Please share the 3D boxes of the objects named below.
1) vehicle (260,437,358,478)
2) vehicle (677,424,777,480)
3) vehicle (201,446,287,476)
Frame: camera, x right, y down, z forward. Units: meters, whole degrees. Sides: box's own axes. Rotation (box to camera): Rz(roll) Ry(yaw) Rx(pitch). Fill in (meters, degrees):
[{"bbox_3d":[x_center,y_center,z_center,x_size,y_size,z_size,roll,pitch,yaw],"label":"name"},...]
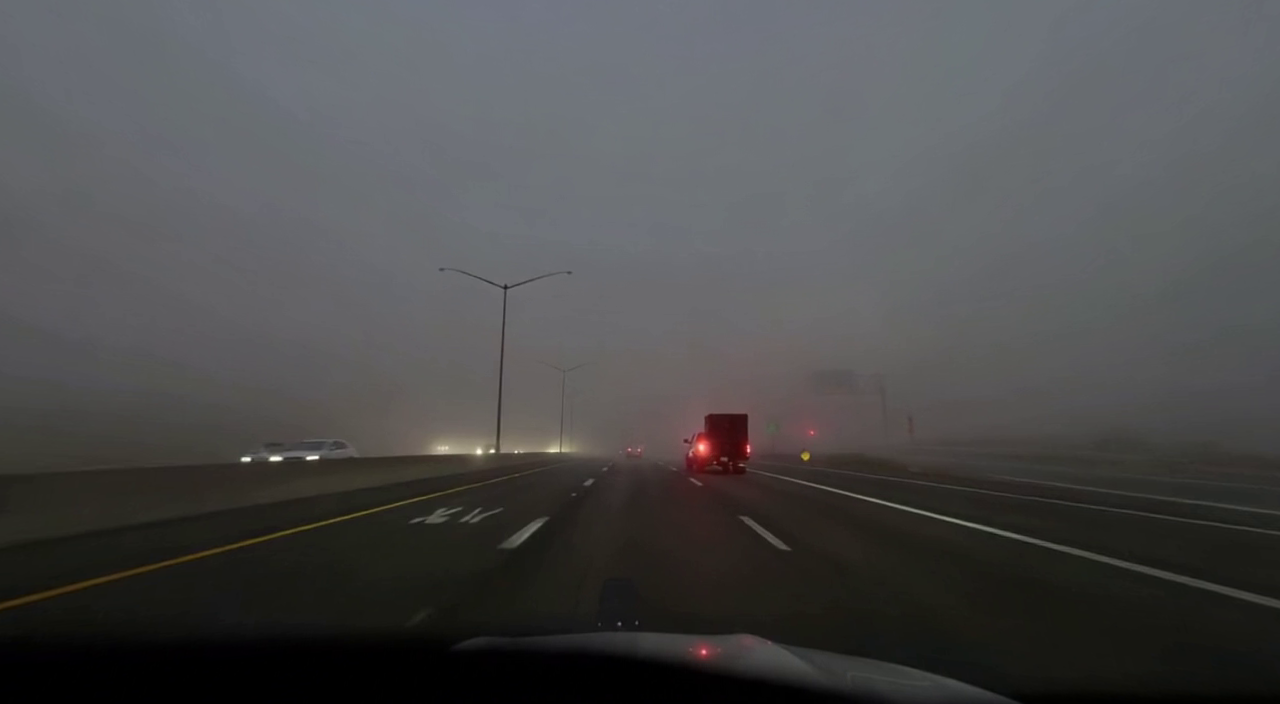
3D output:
[{"bbox_3d":[-14.382,4.606,27.746,1.969,1.656,4.297,0,-8,-1],"label":"vehicle"},{"bbox_3d":[3.440,4.281,27.378,2.981,2.053,7.897,0,-8,-2],"label":"vehicle"},{"bbox_3d":[-22.240,6.091,35.697,1.952,1.552,4.670,0,-8,-2],"label":"vehicle"}]
